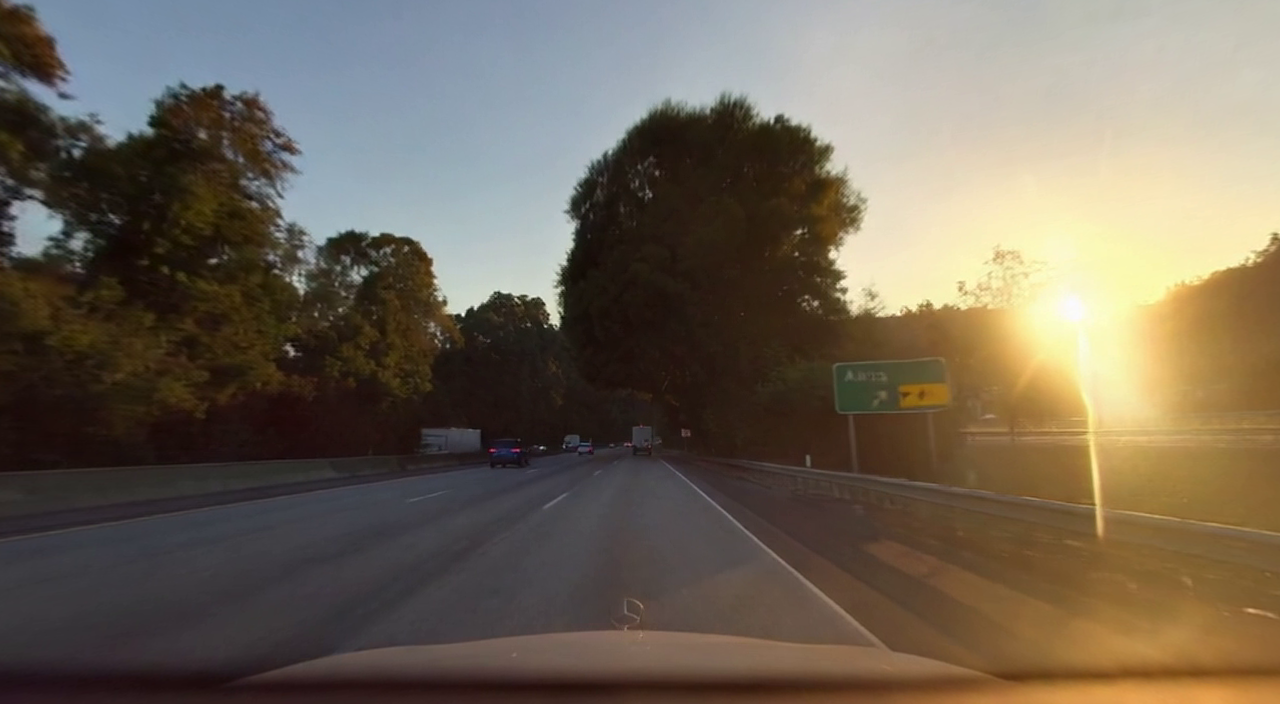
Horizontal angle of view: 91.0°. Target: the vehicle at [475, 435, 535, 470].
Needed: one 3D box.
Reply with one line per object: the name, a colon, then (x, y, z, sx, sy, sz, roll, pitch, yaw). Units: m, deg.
vehicle: (-7.403, 5.588, 35.129, 2.253, 1.815, 4.618, 0, -8, 1)
